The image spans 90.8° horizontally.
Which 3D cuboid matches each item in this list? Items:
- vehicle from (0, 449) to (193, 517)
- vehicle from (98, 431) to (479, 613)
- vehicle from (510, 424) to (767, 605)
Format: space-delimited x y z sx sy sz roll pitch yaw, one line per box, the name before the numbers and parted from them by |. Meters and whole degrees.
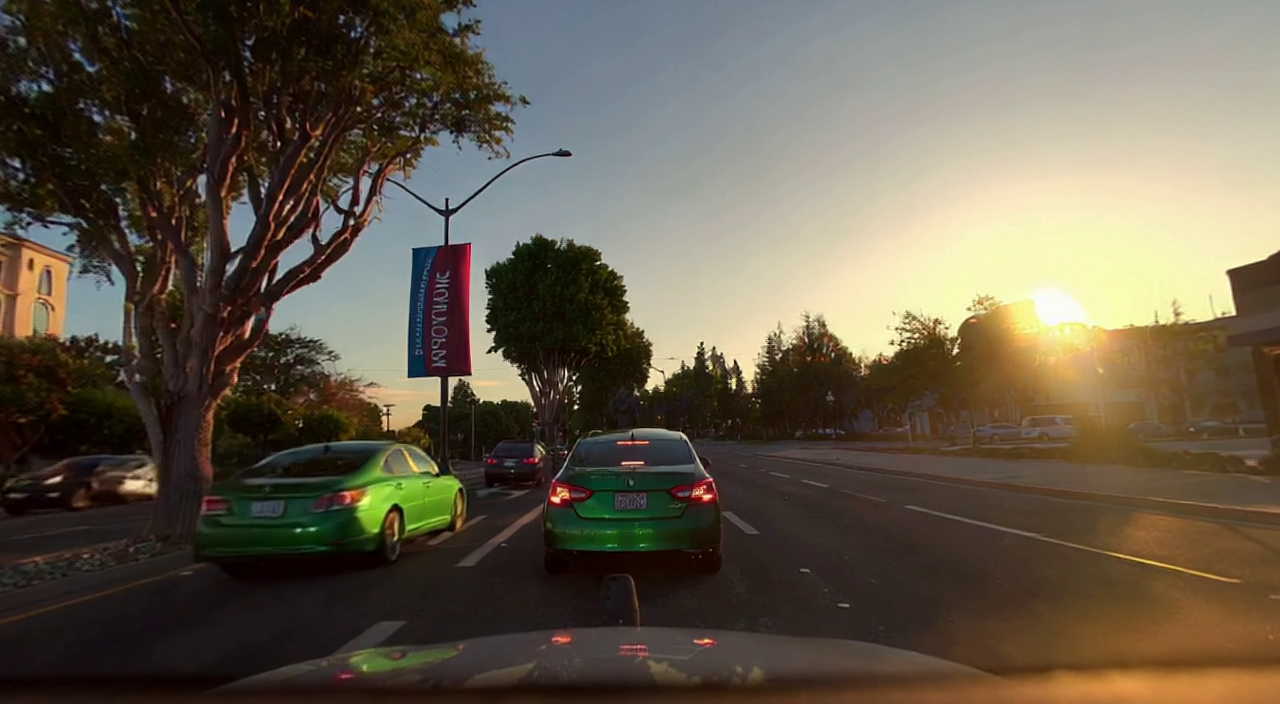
vehicle | -16.235 3.842 19.100 2.221 1.732 4.426 0 -8 -1
vehicle | -3.381 1.691 7.323 1.952 1.431 4.383 0 -8 -1
vehicle | -0.067 1.640 7.293 2.126 1.475 3.967 0 -8 -2
